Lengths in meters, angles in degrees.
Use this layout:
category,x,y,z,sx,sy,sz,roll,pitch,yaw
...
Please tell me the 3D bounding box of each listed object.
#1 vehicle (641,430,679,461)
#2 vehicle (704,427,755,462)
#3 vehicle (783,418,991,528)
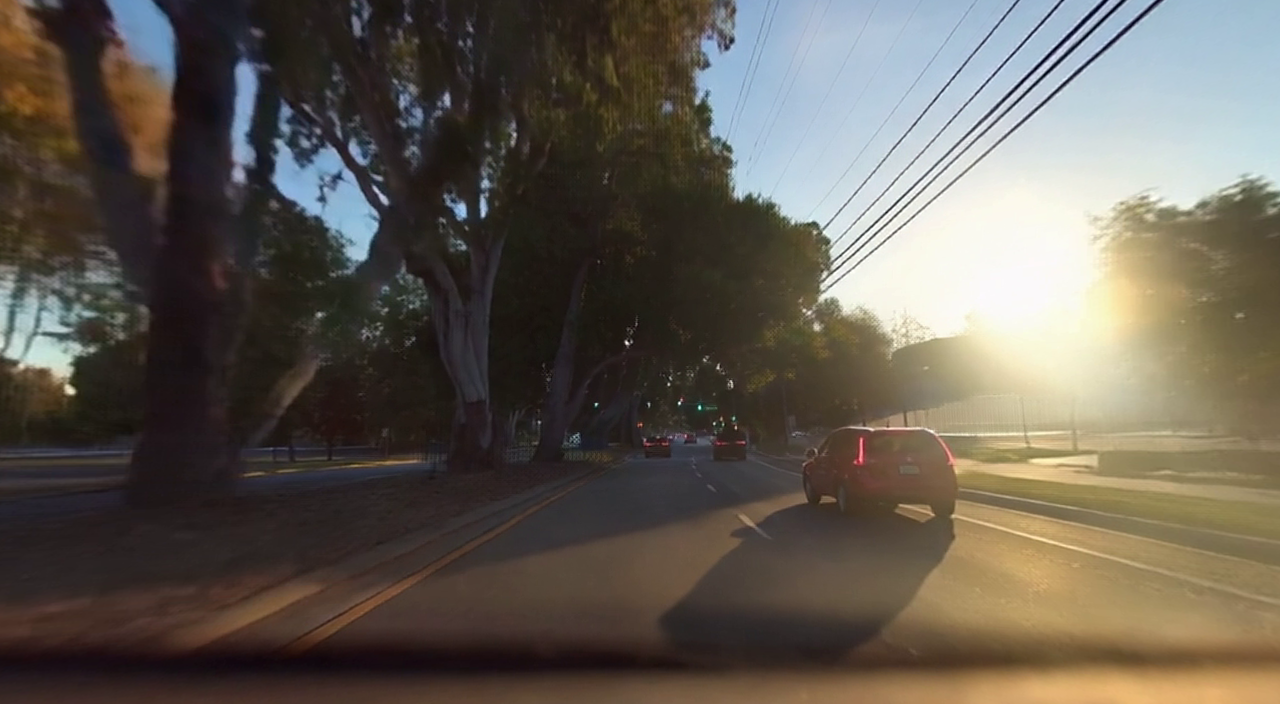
category,x,y,z,sx,sy,sz,roll,pitch,yaw
vehicle,1.227,5.624,38.104,2.163,1.746,4.073,-1,-8,3
vehicle,5.082,5.325,36.532,2.254,1.840,4.918,-1,-8,1
vehicle,3.939,1.999,11.022,1.881,1.512,4.294,-1,-8,0
